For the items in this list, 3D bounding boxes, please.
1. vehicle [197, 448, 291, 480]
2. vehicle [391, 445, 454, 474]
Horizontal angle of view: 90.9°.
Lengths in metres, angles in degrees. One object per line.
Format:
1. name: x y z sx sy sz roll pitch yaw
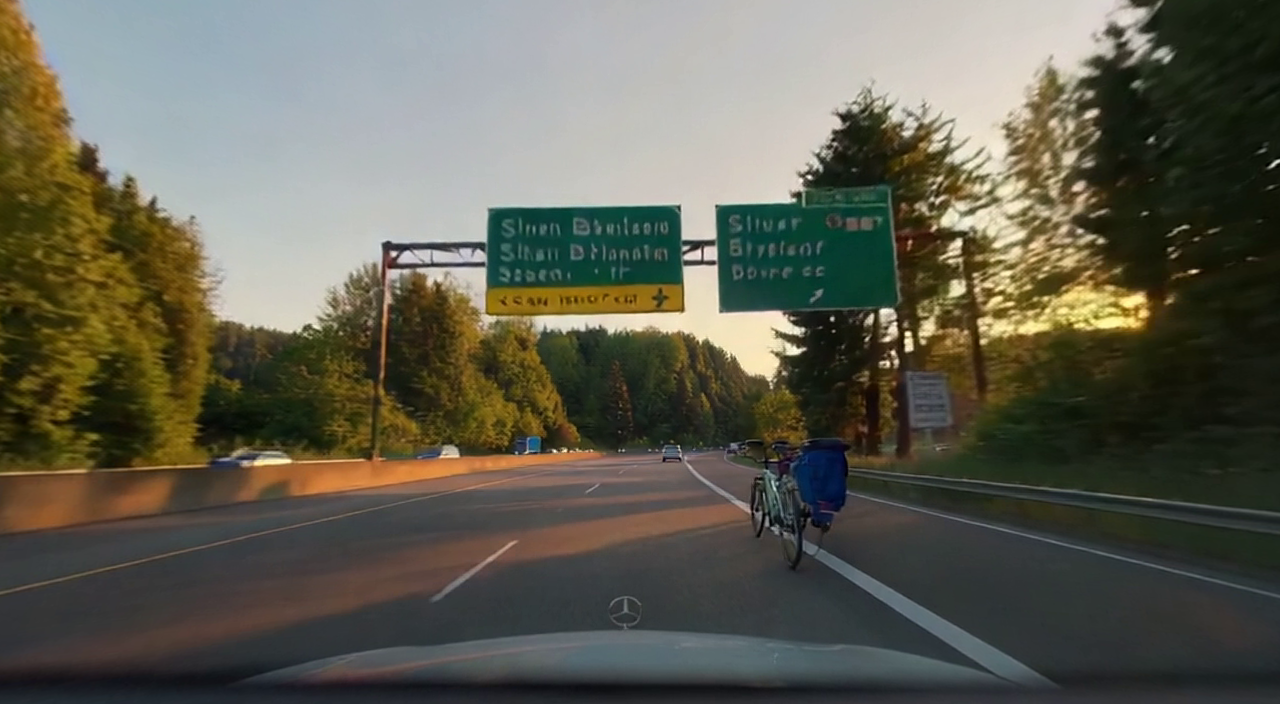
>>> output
1. vehicle: -21.286 6.015 34.134 2.040 1.616 4.603 0 -9 1
2. vehicle: -13.258 6.582 38.742 1.990 1.617 4.839 0 -9 2
